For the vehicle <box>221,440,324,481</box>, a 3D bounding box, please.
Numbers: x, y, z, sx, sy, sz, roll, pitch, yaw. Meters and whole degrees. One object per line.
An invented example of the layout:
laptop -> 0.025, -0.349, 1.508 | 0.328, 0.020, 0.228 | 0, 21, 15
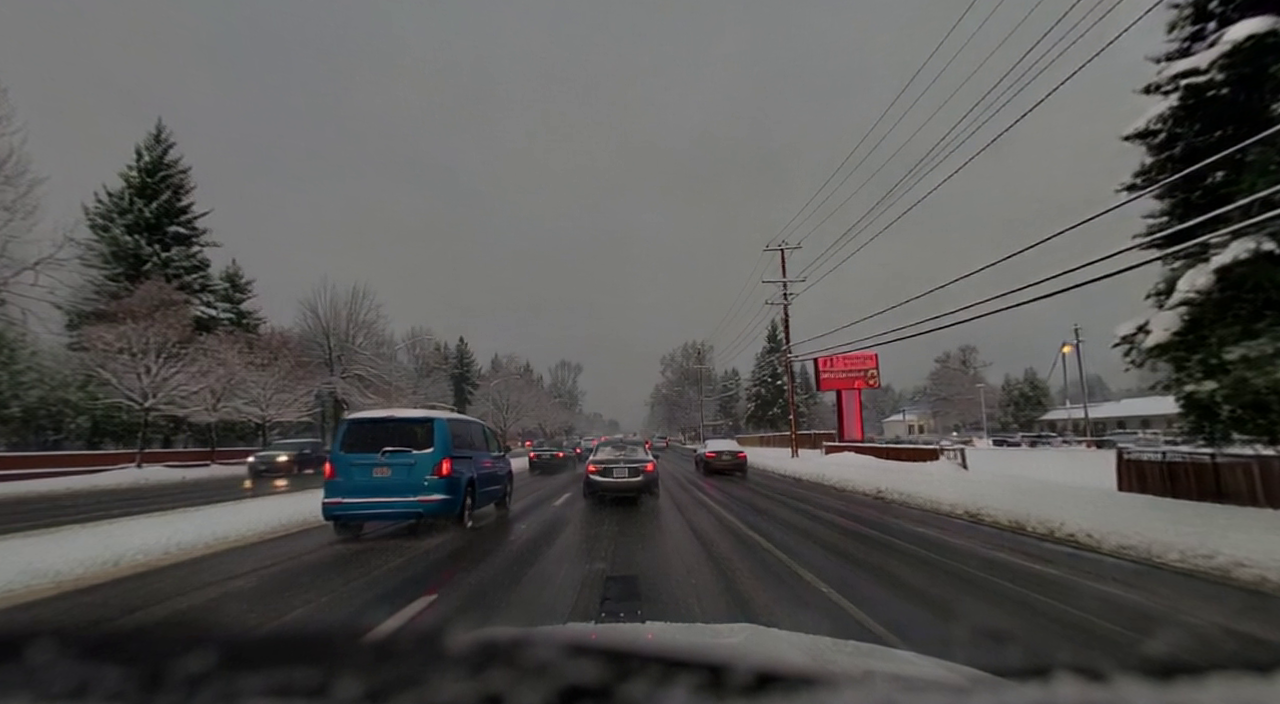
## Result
vehicle -> -17.208, 5.085, 29.897 | 2.029, 1.790, 4.668 | 0, -9, 0

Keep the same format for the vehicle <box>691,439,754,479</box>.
vehicle -> 3.249, 4.321, 25.802 | 1.878, 1.479, 4.461 | 0, -9, -1

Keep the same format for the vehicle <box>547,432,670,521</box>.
vehicle -> -0.547, 2.427, 12.776 | 2.097, 1.511, 3.809 | 0, -9, 0

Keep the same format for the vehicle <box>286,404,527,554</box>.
vehicle -> -3.321, 1.925, 10.259 | 2.092, 1.839, 4.736 | 0, -9, 0
